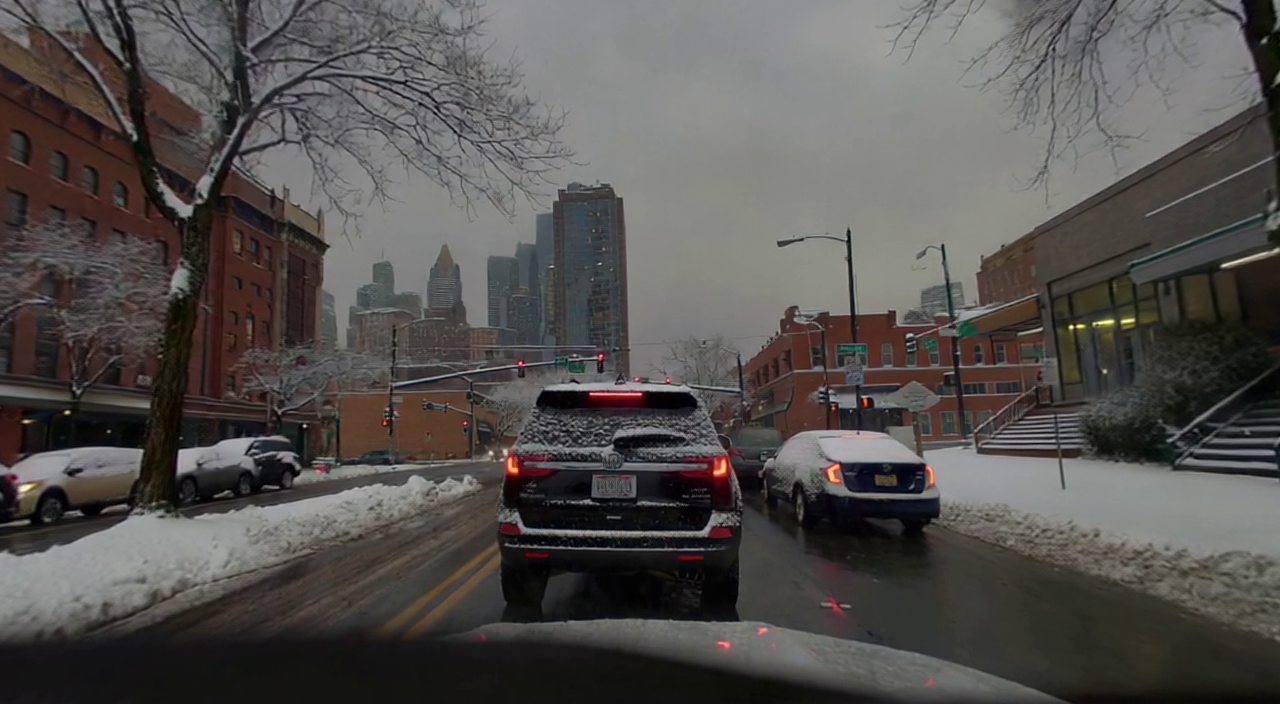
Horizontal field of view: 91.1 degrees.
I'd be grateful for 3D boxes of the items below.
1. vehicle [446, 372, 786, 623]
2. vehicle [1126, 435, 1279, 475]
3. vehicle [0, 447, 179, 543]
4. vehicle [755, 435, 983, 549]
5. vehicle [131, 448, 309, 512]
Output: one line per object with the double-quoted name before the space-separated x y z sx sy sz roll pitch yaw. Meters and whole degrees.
"vehicle" -0.164 1.362 6.781 2.453 1.816 4.300 0 -8 0
"vehicle" 22.163 4.050 24.964 4.055 1.469 1.848 -4 -9 26
"vehicle" -12.547 2.909 13.452 1.891 1.723 4.360 0 -8 1
"vehicle" 3.293 2.084 10.079 2.056 1.422 4.130 0 -8 -1
"vehicle" -12.465 3.778 19.124 2.207 1.648 4.675 0 -8 -1
